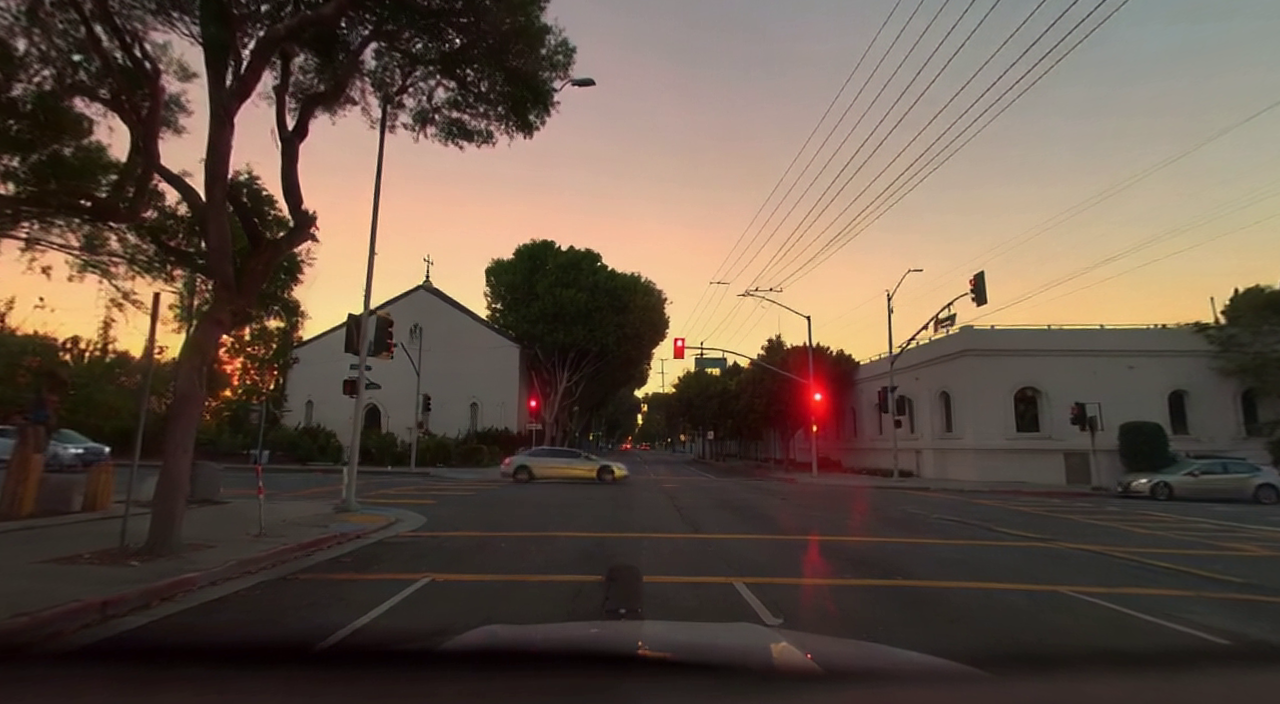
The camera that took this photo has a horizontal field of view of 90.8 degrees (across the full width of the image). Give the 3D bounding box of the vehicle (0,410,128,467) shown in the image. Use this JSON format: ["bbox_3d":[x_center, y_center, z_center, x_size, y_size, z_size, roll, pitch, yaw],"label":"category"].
[{"bbox_3d":[-21.191,3.071,22.323,4.372,1.892,2.002,0,-9,0],"label":"vehicle"}]

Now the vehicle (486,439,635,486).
[{"bbox_3d":[-2.584,3.714,21.460,4.718,1.497,2.032,0,-8,4],"label":"vehicle"}]
